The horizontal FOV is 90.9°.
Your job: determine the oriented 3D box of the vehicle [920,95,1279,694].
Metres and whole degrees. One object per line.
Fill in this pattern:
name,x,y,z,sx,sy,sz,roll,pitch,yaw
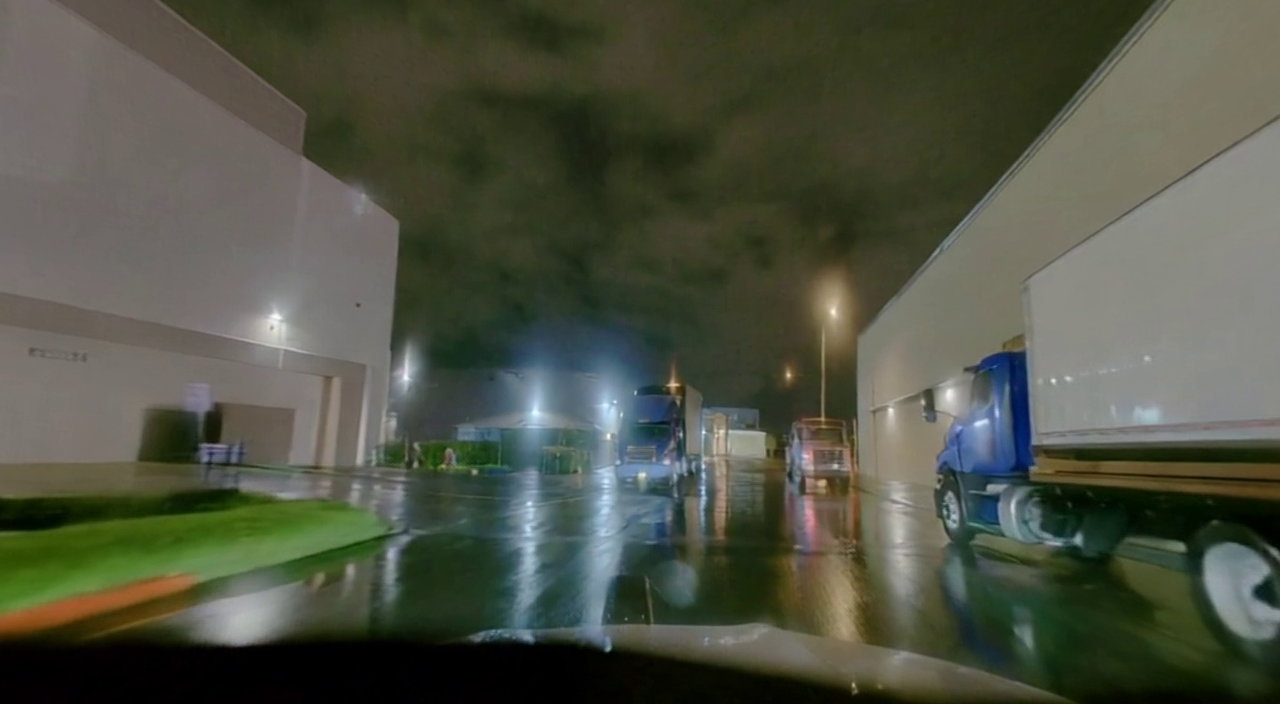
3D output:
vehicle,6.974,0.794,8.025,2.966,4.658,11.455,-1,-8,8

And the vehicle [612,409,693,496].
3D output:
vehicle,0.913,5.539,35.279,3.111,4.217,7.722,-2,-8,12

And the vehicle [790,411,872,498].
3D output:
vehicle,11.838,6.416,40.276,3.132,4.690,11.286,-1,-8,8
